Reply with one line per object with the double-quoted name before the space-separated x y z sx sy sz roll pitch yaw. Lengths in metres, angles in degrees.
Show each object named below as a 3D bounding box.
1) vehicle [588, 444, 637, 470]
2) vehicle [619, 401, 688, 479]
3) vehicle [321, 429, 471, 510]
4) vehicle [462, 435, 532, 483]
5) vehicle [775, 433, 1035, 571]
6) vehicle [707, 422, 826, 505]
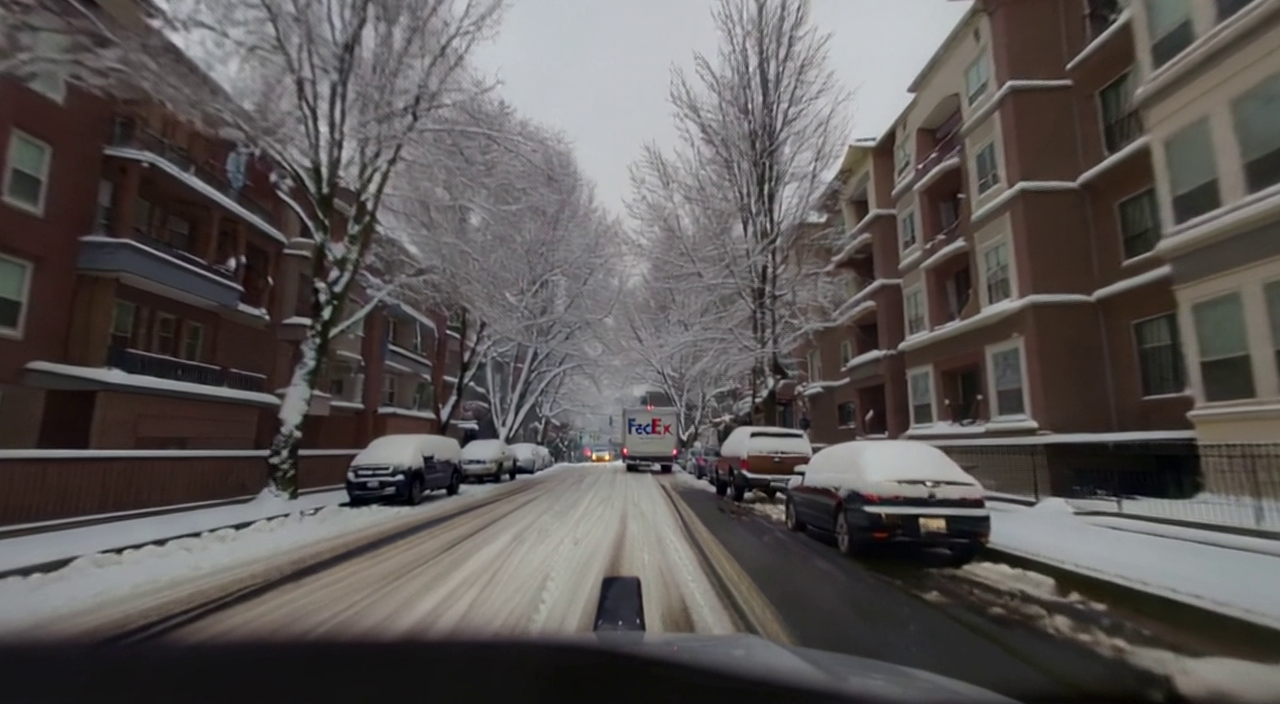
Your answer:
"vehicle" -1.607 6.378 38.717 1.981 1.500 3.992 -2 -9 13
"vehicle" 0.453 4.341 30.909 2.930 3.275 8.180 0 -8 -2
"vehicle" -5.974 2.921 16.166 2.089 1.757 4.256 0 -8 0
"vehicle" -6.069 4.597 27.364 2.020 1.867 4.654 0 -8 -1
"vehicle" 3.399 1.986 9.217 1.877 1.500 4.407 0 -8 0
"vehicle" 3.370 3.137 18.237 2.221 1.991 5.564 0 -8 -1
